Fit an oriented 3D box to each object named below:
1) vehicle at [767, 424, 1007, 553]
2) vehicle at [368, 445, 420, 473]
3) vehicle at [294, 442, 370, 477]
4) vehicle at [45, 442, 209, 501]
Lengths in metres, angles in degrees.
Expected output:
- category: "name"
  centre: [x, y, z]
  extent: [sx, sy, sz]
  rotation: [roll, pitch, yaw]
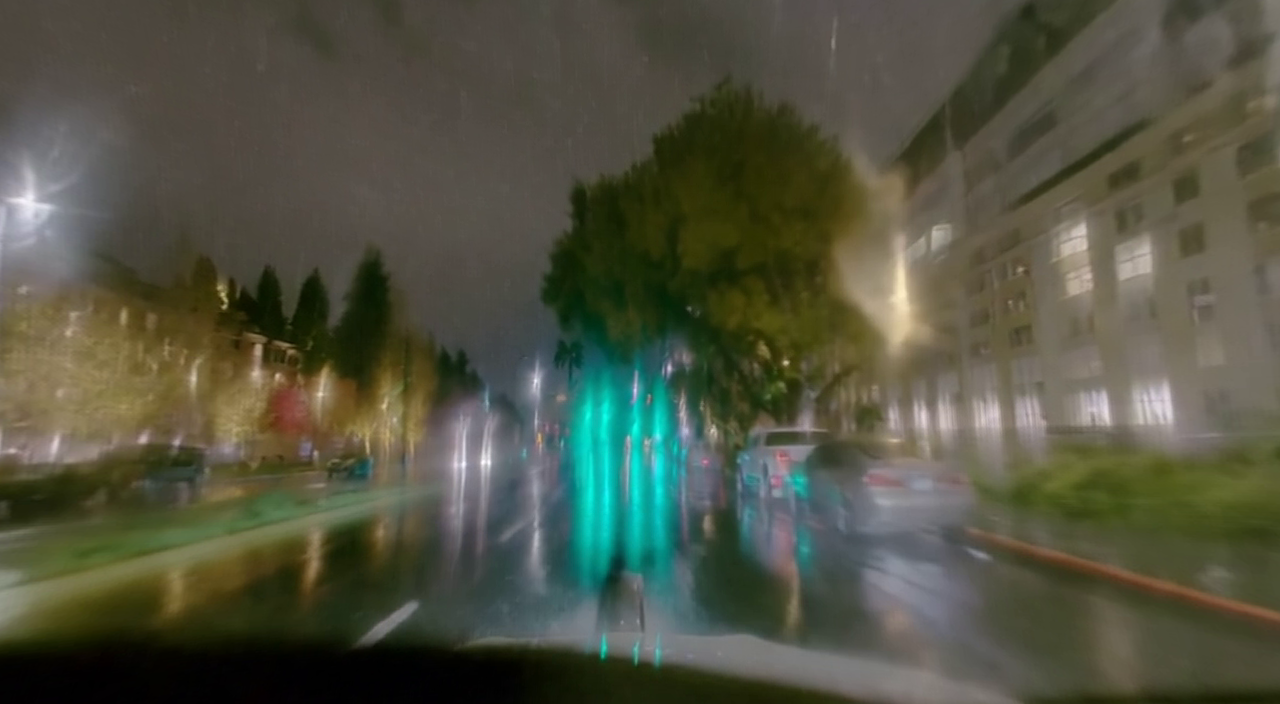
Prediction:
- category: "vehicle"
  centre: [3.361, 1.911, 9.755]
  extent: [1.924, 1.492, 4.587]
  rotation: [-1, -8, 1]
- category: "vehicle"
  centre: [-14.605, 6.349, 37.698]
  extent: [1.656, 1.488, 3.677]
  rotation: [0, -8, -1]
- category: "vehicle"
  centre: [-18.319, 6.371, 37.922]
  extent: [2.151, 1.885, 4.979]
  rotation: [0, -8, -2]
- category: "vehicle"
  centre: [-18.047, 4.182, 22.622]
  extent: [2.007, 1.806, 4.707]
  rotation: [0, -8, -2]
